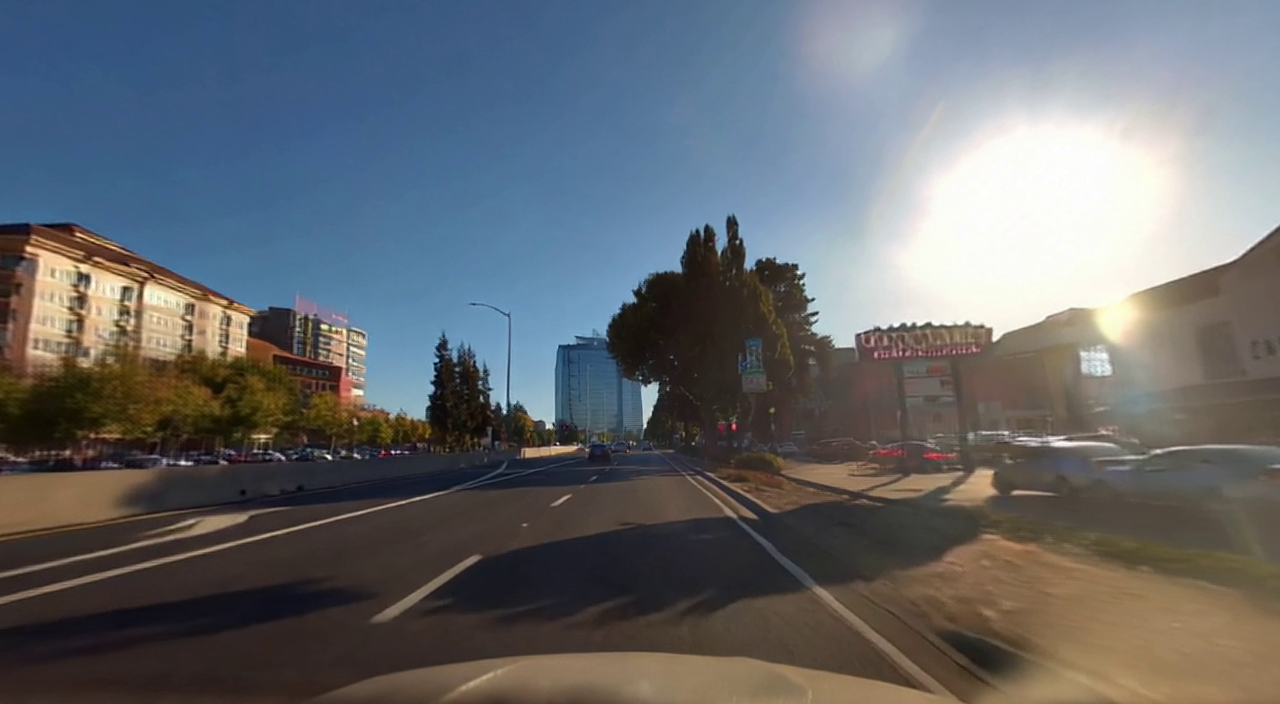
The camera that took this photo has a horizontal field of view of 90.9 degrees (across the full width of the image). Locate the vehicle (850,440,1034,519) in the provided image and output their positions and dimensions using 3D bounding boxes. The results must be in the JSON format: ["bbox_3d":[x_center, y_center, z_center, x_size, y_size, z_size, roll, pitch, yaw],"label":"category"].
[{"bbox_3d":[6.691,2.840,14.714,1.869,1.516,4.767,0,-8,-1],"label":"vehicle"}]

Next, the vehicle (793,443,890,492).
[{"bbox_3d":[6.788,3.912,21.804,1.923,1.482,4.558,0,-8,1],"label":"vehicle"}]

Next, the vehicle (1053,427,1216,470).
[{"bbox_3d":[23.647,4.658,30.345,5.870,1.970,2.366,0,-8,-1],"label":"vehicle"}]

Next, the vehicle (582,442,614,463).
[{"bbox_3d":[-3.019,7.335,46.026,2.005,1.446,4.265,0,-8,1],"label":"vehicle"}]
